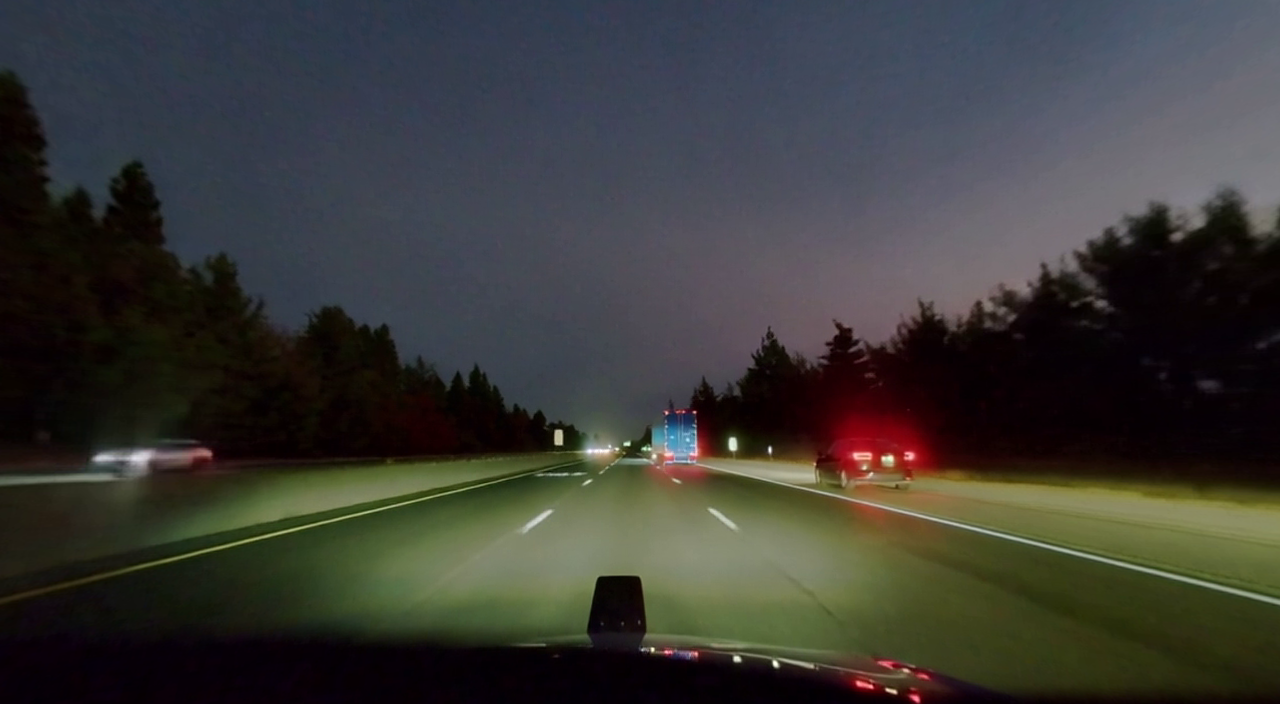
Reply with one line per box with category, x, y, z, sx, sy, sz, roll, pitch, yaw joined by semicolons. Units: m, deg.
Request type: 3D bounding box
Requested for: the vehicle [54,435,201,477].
vehicle;-20.040;4.107;24.992;1.899;1.491;4.688;0;-9;0
